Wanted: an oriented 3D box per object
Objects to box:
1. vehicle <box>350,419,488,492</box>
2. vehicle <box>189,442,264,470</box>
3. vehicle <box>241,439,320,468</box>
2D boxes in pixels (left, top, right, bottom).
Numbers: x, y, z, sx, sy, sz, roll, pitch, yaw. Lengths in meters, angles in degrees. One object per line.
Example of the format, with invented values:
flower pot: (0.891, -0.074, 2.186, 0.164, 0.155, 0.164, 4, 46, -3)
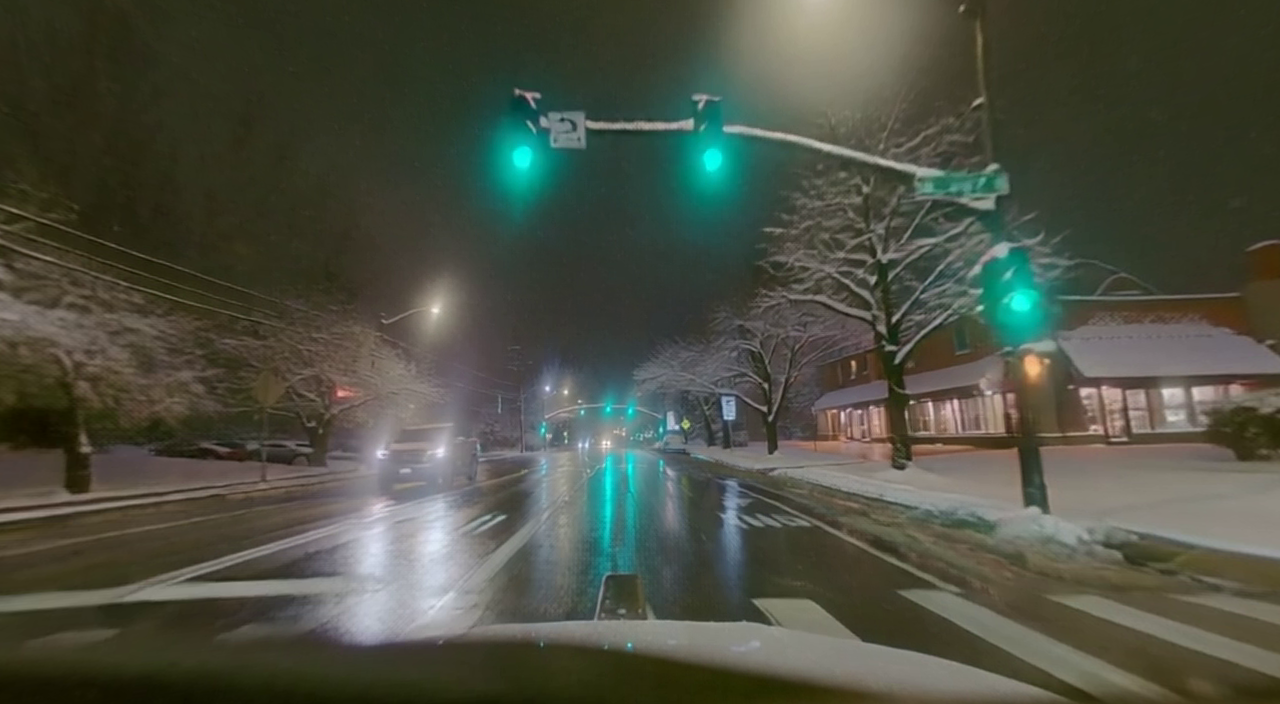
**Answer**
vehicle: (-6.614, 3.179, 19.753, 2.545, 1.943, 5.168, 0, -8, -1)
vehicle: (-23.057, 5.758, 35.385, 1.739, 1.373, 3.759, 0, -7, -2)
vehicle: (-20.464, 5.774, 36.164, 1.981, 1.510, 4.439, 0, -8, -1)
